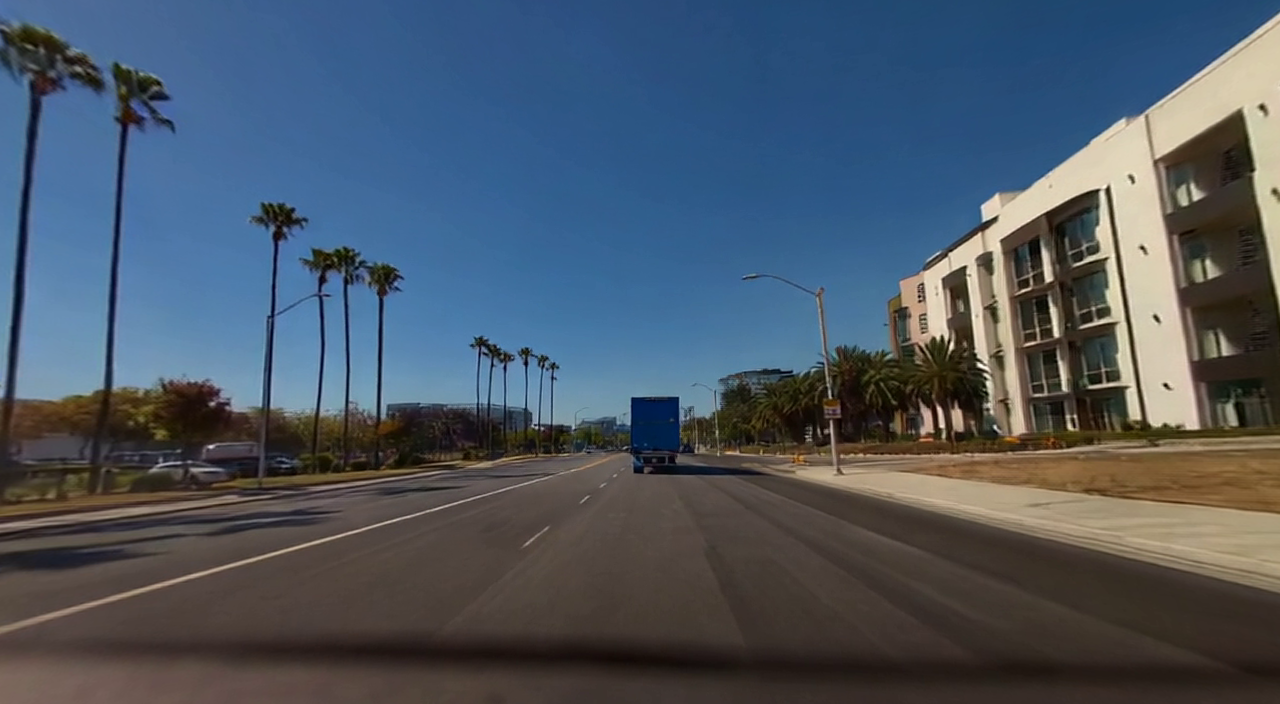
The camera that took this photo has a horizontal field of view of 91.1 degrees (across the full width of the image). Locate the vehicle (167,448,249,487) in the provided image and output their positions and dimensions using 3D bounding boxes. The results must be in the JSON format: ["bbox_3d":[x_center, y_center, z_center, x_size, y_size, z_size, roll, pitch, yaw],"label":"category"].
[{"bbox_3d":[-24.895,6.606,36.309,1.715,2.103,3.719,-1,-9,7],"label":"vehicle"}]

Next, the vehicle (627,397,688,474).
[{"bbox_3d":[0.774,5.194,38.227,2.992,3.949,11.815,0,-9,-2],"label":"vehicle"}]

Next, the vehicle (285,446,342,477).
[{"bbox_3d":[-24.337,8.148,46.977,1.677,2.145,4.698,0,-9,0],"label":"vehicle"}]
